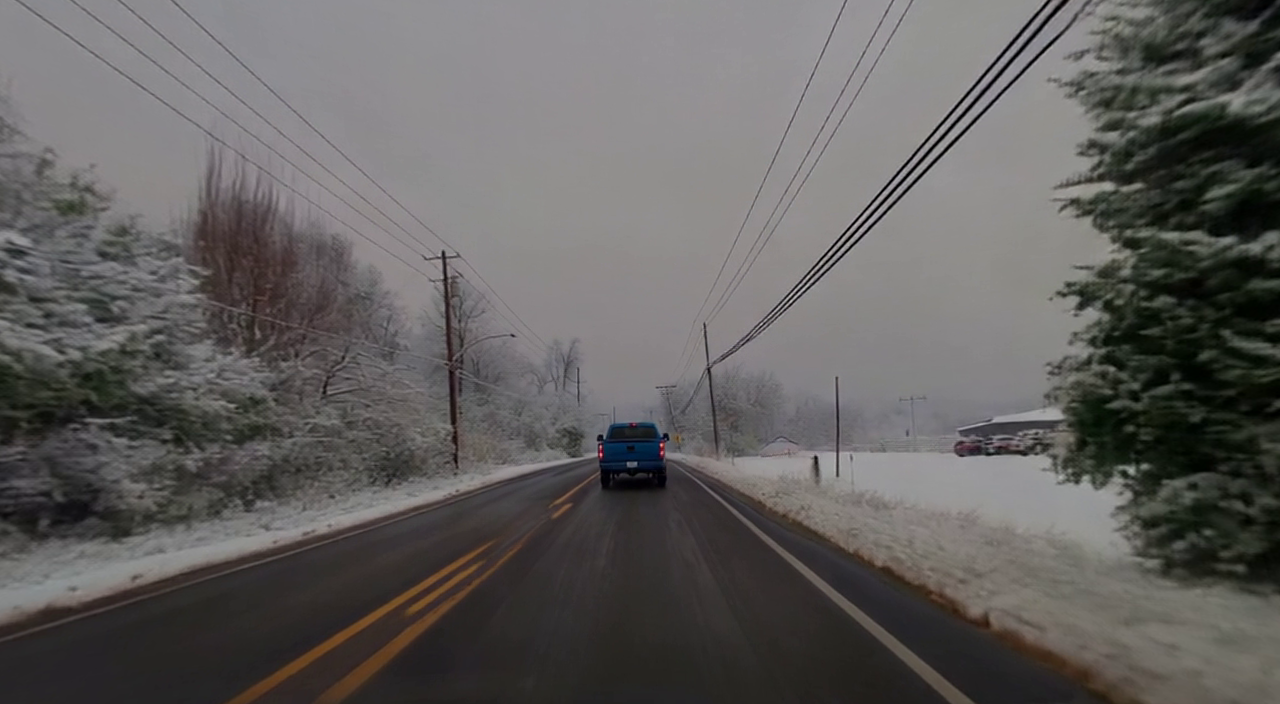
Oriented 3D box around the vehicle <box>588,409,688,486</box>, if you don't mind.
[{"bbox_3d":[-0.111,3.436,22.934,3.021,2.326,7.410,0,-8,-1],"label":"vehicle"}]
